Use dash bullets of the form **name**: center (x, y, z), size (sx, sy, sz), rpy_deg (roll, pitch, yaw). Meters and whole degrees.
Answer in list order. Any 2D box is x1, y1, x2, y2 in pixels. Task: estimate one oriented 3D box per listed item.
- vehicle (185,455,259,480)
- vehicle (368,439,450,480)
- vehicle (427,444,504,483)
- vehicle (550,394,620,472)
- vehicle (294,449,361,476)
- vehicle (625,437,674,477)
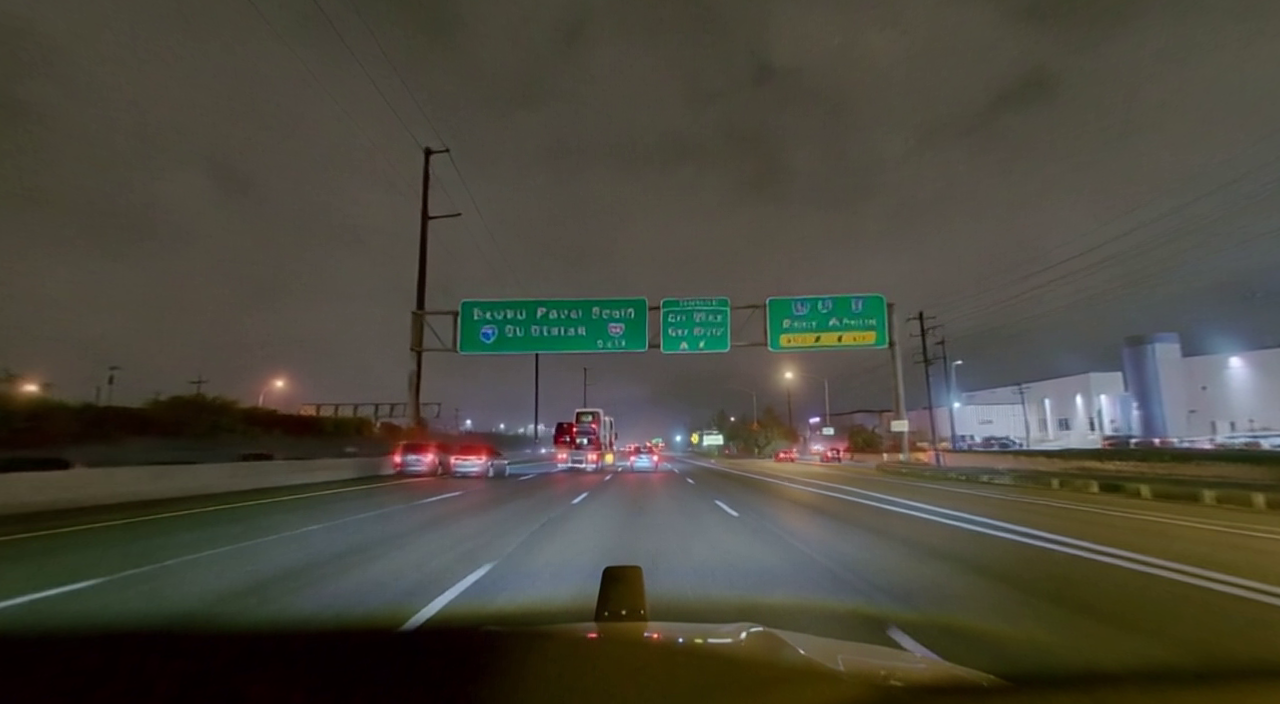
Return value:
- **vehicle**: center (-26.472, 7.298, 40.142), size (1.765, 1.427, 4.213), rpy_deg (0, -8, 1)
- **vehicle**: center (-10.320, 4.817, 28.542), size (1.997, 1.692, 4.294), rpy_deg (0, -8, 1)
- **vehicle**: center (-7.193, 4.606, 26.485), size (1.945, 1.482, 4.109), rpy_deg (0, -8, 2)
- **vehicle**: center (-3.307, 5.736, 43.432), size (2.888, 4.308, 16.259), rpy_deg (0, -8, 2)
- **vehicle**: center (-19.539, 6.907, 39.630), size (1.958, 1.504, 4.309), rpy_deg (0, -8, 1)
- **vehicle**: center (0.464, 5.250, 31.761), size (2.279, 1.837, 4.747), rpy_deg (0, -8, 0)
